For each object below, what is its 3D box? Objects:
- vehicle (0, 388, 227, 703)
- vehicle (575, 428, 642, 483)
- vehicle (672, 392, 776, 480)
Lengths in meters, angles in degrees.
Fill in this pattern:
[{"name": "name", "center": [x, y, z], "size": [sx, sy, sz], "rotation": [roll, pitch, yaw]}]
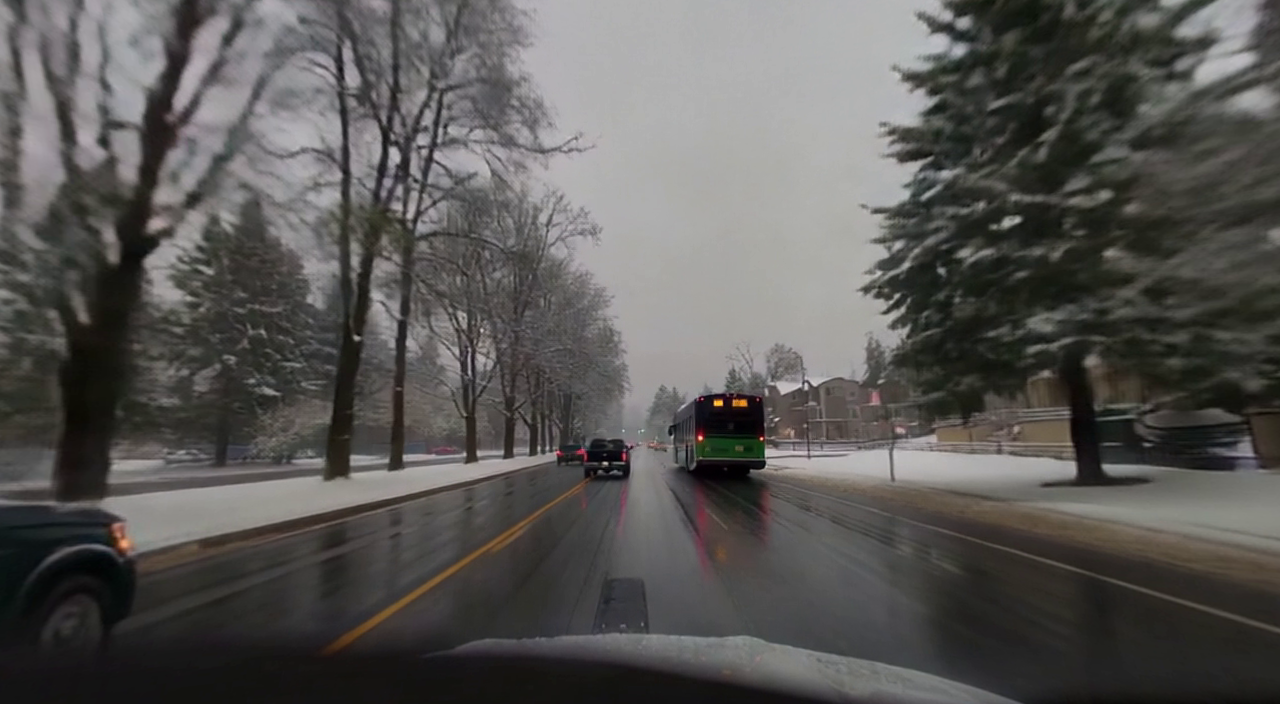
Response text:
[{"name": "vehicle", "center": [-3.986, 0.829, 2.081], "size": [2.109, 1.543, 4.535], "rotation": [0, -8, 1]}, {"name": "vehicle", "center": [-1.066, 3.921, 24.082], "size": [2.074, 1.849, 5.137], "rotation": [0, -8, 2]}, {"name": "vehicle", "center": [3.443, 4.053, 29.855], "size": [3.059, 3.264, 12.623], "rotation": [0, -8, -1]}]
